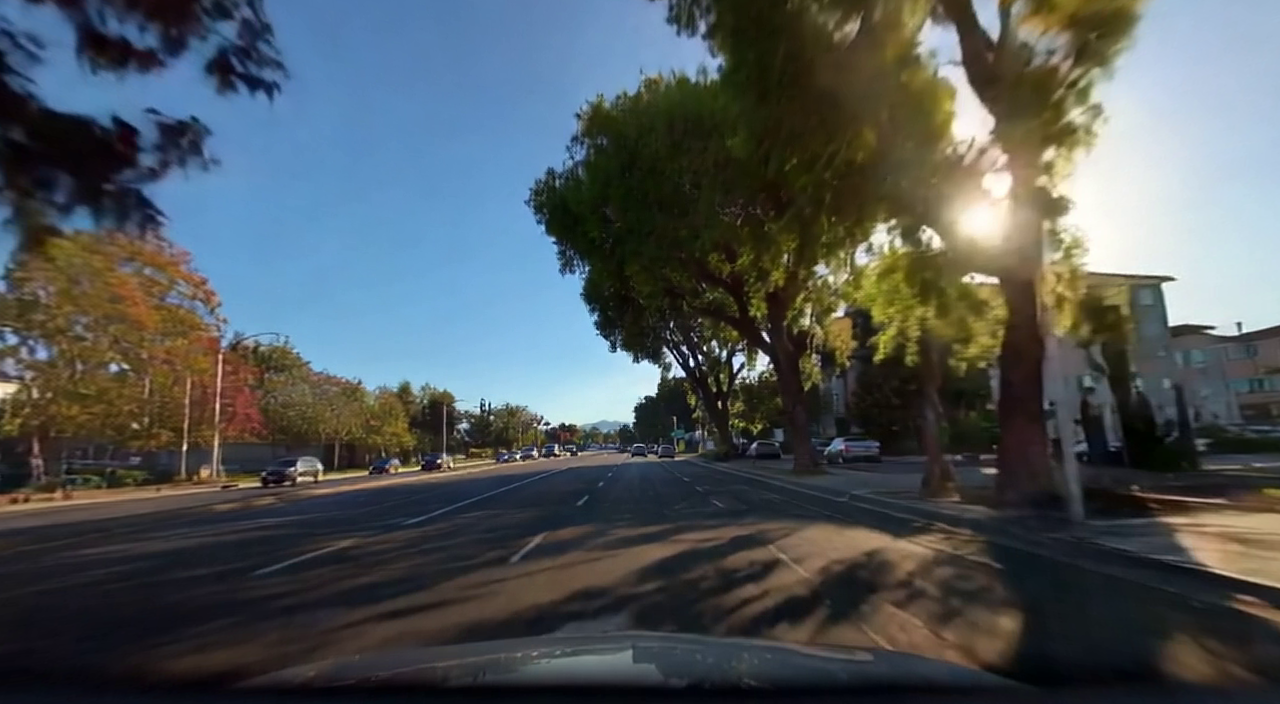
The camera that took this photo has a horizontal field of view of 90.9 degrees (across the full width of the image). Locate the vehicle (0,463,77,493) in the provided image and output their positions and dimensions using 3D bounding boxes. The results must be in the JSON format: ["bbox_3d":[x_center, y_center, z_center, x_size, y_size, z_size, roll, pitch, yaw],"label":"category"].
[{"bbox_3d":[-38.906,7.913,39.752,1.841,1.632,4.609,-3,-9,19],"label":"vehicle"}]

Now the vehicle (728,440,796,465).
[{"bbox_3d":[8.835,7.280,45.937,4.451,1.469,1.961,-3,-7,-1],"label":"vehicle"}]

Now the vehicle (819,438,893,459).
[{"bbox_3d":[15.678,7.040,45.868,4.632,1.491,1.994,0,-8,0],"label":"vehicle"}]

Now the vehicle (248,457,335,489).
[{"bbox_3d":[-18.256,6.348,33.322,1.938,1.493,4.694,0,-8,0],"label":"vehicle"}]
